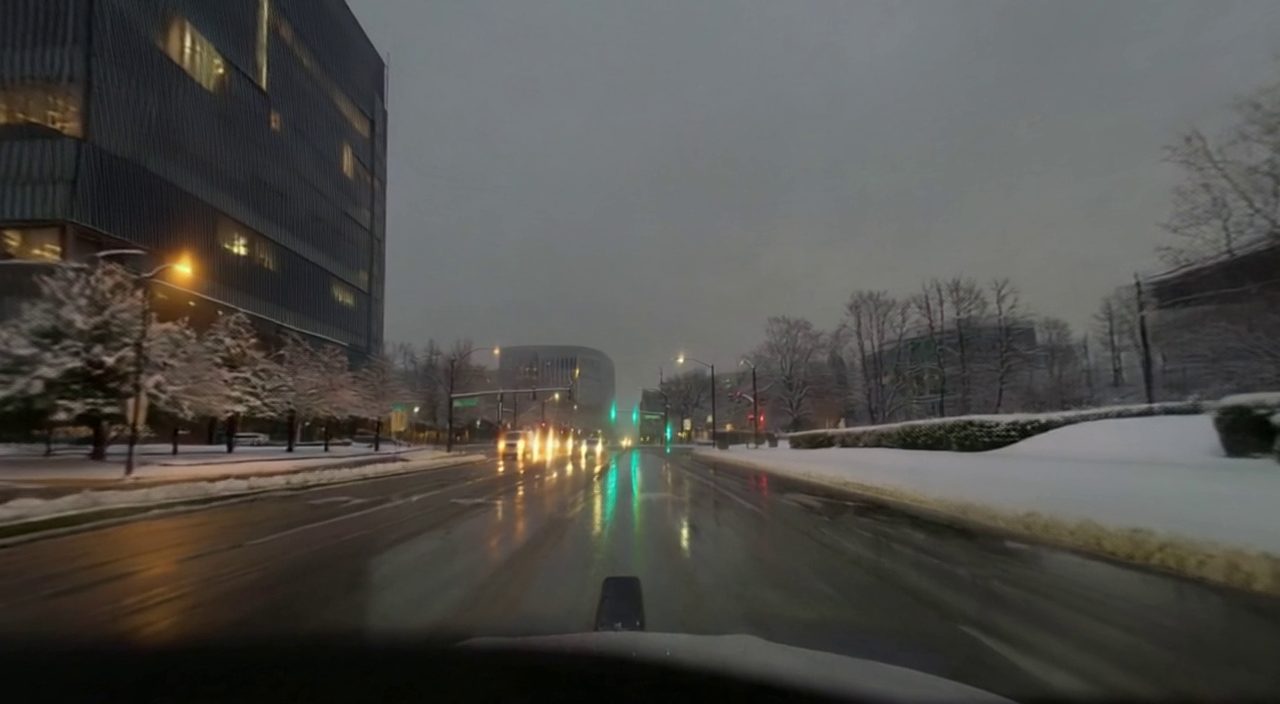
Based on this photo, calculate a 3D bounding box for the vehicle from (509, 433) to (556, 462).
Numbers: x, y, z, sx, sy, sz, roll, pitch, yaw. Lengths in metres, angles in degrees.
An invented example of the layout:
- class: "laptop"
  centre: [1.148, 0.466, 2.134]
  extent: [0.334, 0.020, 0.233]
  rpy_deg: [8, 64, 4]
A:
- class: "vehicle"
  centre: [-7.217, 6.497, 42.935]
  extent: [2.204, 1.844, 4.766]
  rpy_deg: [0, -9, 2]
